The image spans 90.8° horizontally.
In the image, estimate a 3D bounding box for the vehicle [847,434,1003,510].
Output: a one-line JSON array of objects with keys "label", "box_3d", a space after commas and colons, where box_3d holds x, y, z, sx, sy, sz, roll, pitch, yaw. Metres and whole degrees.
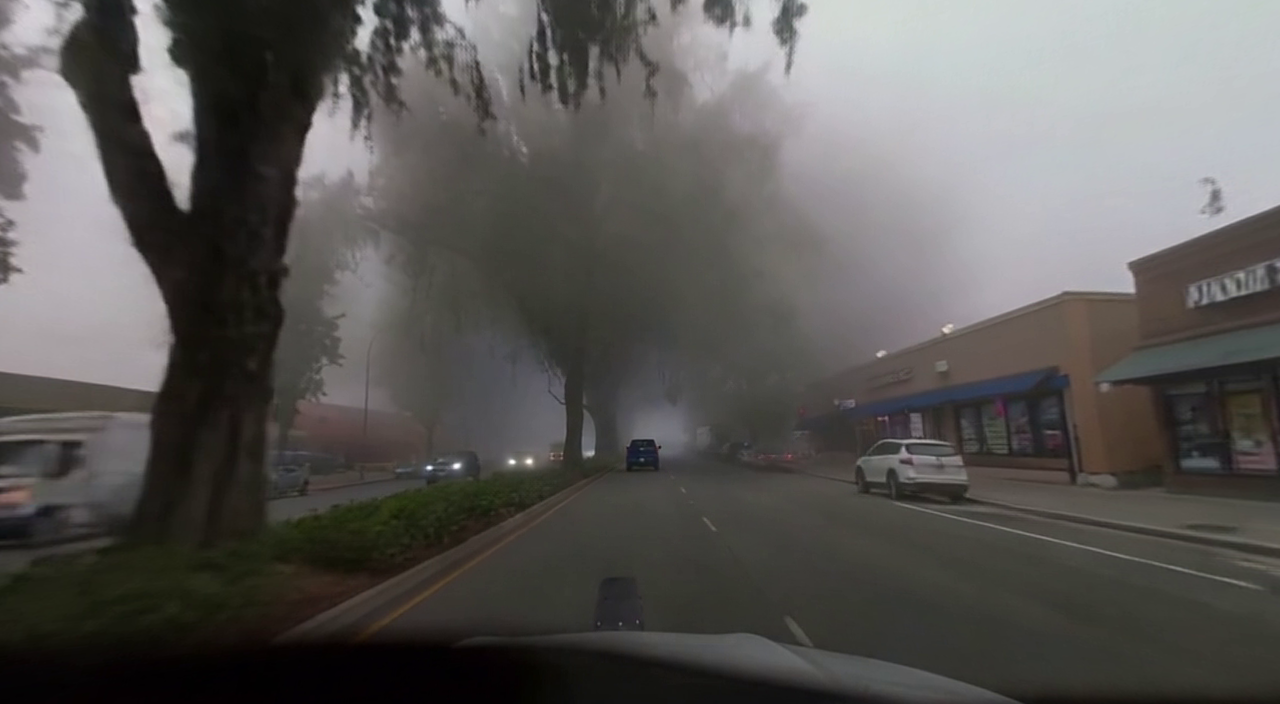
[{"label": "vehicle", "box_3d": [7.273, 3.092, 16.752, 2.004, 1.714, 4.356, 0, -9, -1]}]

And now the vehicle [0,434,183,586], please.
[{"label": "vehicle", "box_3d": [-8.128, 1.864, 7.719, 1.977, 1.669, 4.387, 0, -9, -4]}]

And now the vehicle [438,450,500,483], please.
[{"label": "vehicle", "box_3d": [-8.590, 5.765, 32.128, 1.982, 1.505, 4.065, 0, -9, 1]}]

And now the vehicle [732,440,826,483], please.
[{"label": "vehicle", "box_3d": [6.006, 4.787, 27.990, 2.114, 1.697, 4.739, 2, -9, -15]}]

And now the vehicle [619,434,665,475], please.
[{"label": "vehicle", "box_3d": [0.137, 5.521, 34.215, 2.293, 2.036, 4.853, 0, -9, 1]}]

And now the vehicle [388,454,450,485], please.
[{"label": "vehicle", "box_3d": [-11.878, 6.328, 34.277, 1.808, 1.459, 4.129, 0, -9, 1]}]
